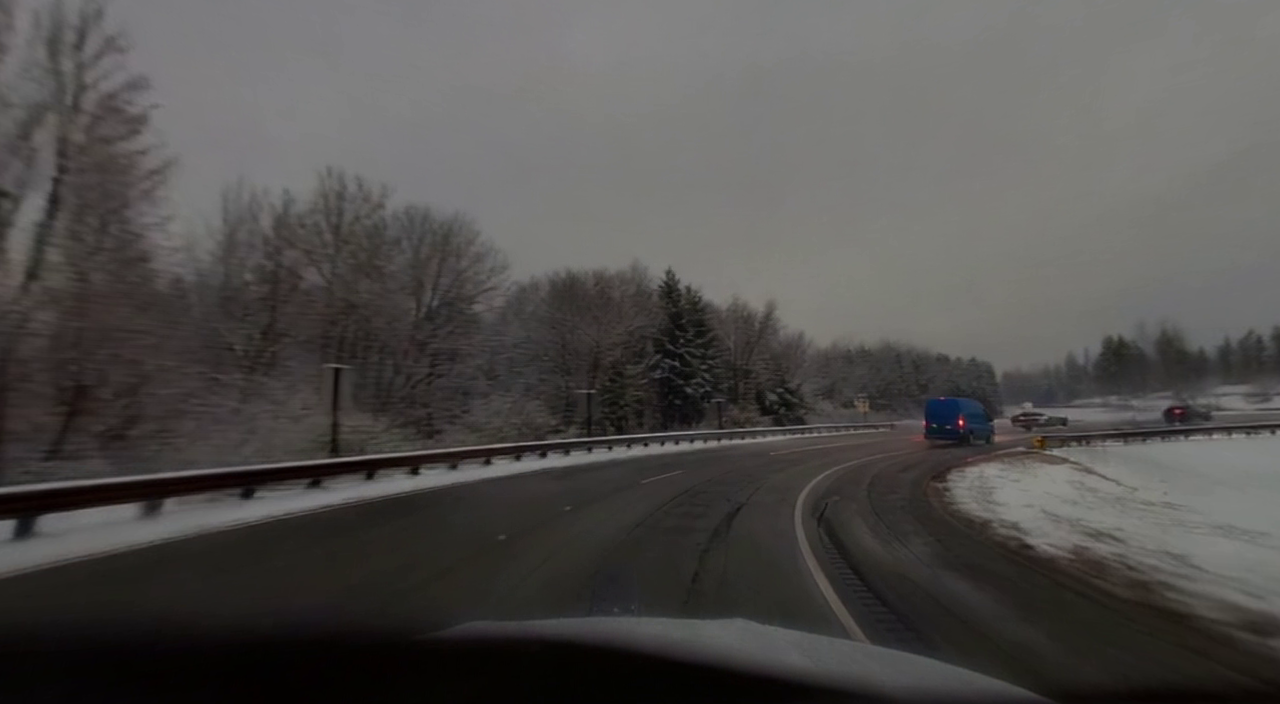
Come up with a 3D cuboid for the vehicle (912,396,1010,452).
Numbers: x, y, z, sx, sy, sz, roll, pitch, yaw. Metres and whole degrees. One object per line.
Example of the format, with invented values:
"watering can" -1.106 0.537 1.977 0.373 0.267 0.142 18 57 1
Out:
"vehicle" 16.166 3.654 31.618 5.330 2.577 2.352 6 -10 -39
